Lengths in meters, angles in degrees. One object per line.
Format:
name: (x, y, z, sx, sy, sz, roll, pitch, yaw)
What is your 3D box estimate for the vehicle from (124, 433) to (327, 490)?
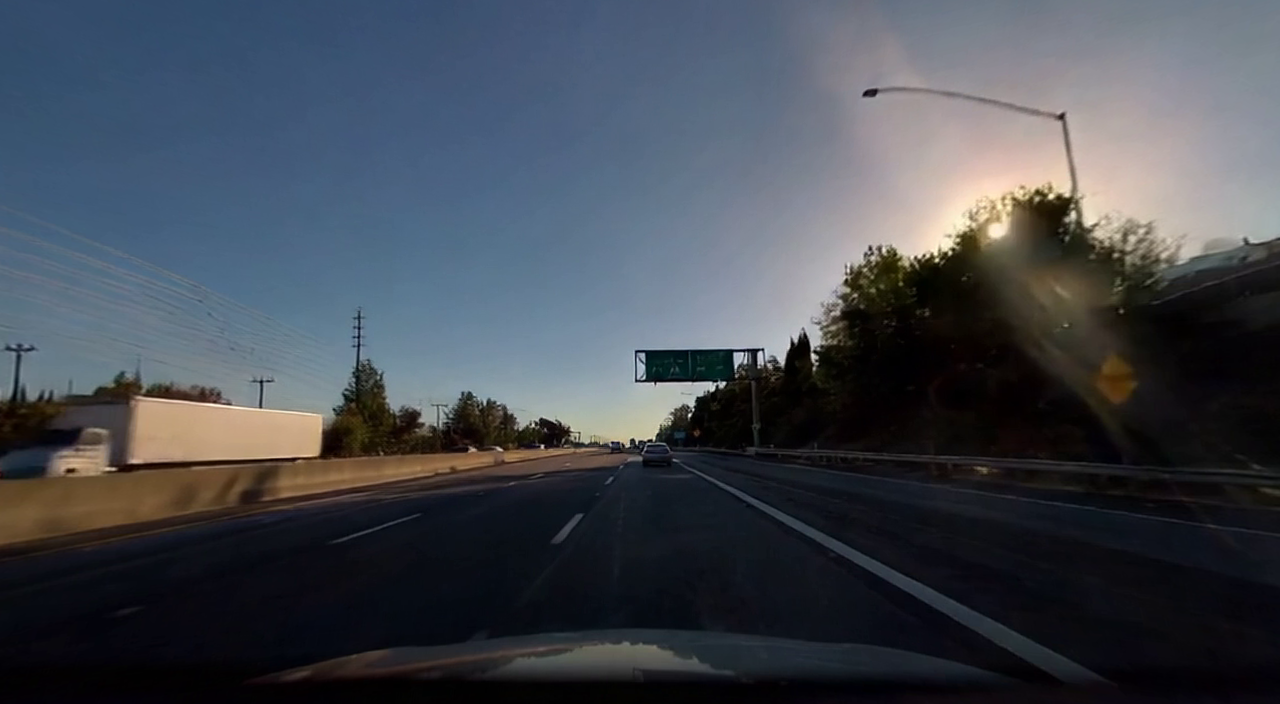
vehicle: (-24.957, 6.700, 39.770, 2.832, 2.907, 14.577, 0, -8, 1)

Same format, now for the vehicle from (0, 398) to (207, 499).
vehicle: (-25.071, 4.488, 29.630, 3.029, 4.038, 8.668, 0, -8, 1)

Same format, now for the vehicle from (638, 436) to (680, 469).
vehicle: (1.018, 5.768, 36.370, 2.260, 1.766, 4.348, 0, -8, 0)
